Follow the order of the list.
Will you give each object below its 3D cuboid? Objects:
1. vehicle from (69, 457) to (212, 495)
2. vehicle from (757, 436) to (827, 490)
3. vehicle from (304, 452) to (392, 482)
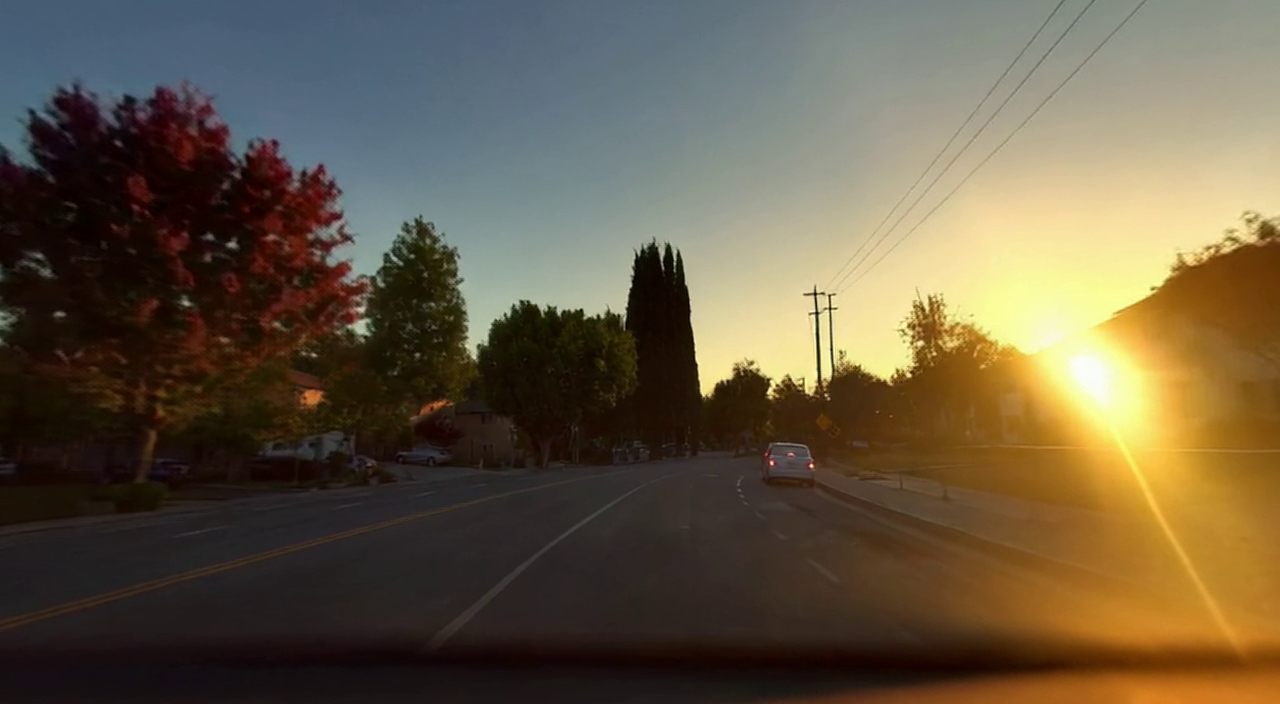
[{"bbox_3d":[-20.766,5.133,26.357,4.658,1.482,1.879,-1,-9,8],"label":"vehicle"},{"bbox_3d":[5.507,4.050,23.418,1.989,1.782,4.351,-1,-9,7],"label":"vehicle"},{"bbox_3d":[-16.519,6.493,35.797,4.284,1.549,1.828,-2,-9,14],"label":"vehicle"}]
